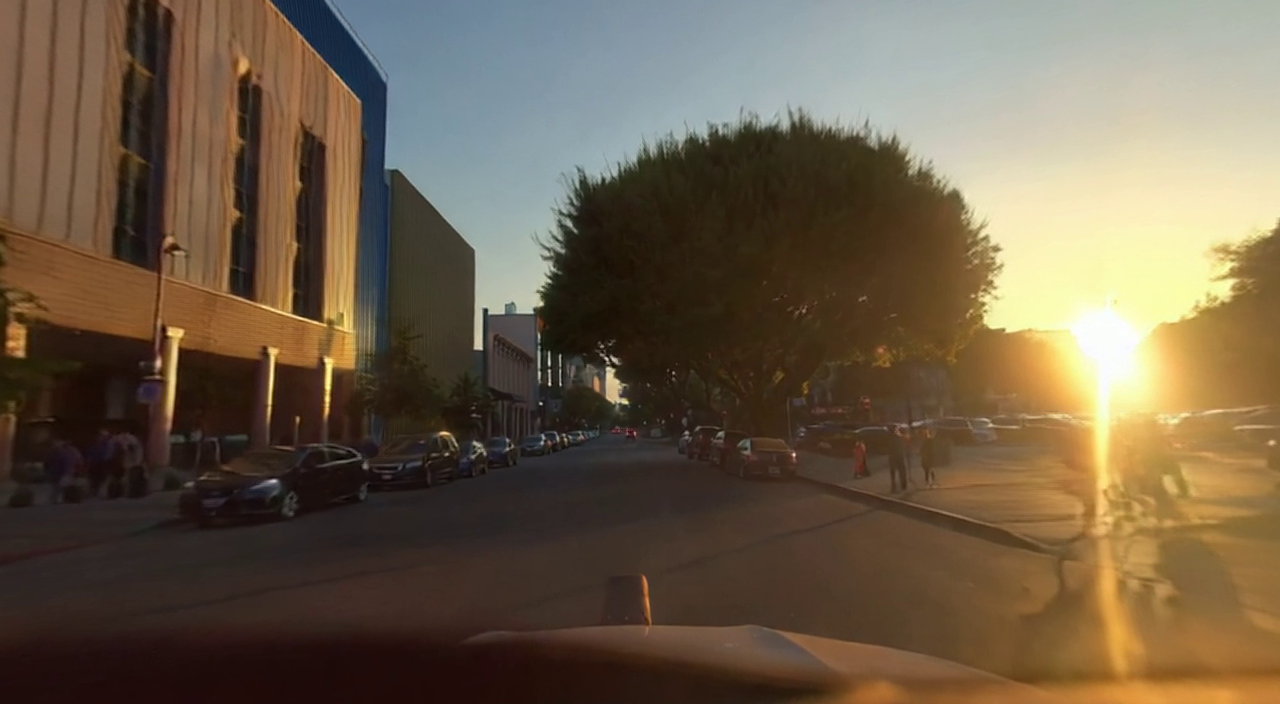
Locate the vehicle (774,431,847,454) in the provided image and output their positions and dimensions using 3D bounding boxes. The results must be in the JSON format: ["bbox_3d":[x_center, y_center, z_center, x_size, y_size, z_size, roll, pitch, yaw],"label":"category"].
[{"bbox_3d":[11.928,6.354,44.136,4.499,1.558,2.007,-5,-9,28],"label":"vehicle"}]

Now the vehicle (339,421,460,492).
[{"bbox_3d":[-7.303,3.163,19.776,2.238,1.891,4.780,-1,-7,-4],"label":"vehicle"}]

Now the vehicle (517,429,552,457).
[{"bbox_3d":[-7.702,6.788,46.504,1.996,1.770,5.518,-2,-10,-4],"label":"vehicle"}]

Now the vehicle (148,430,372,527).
[{"bbox_3d":[-7.244,2.393,12.732,1.917,1.487,4.659,-2,-8,-4],"label":"vehicle"}]

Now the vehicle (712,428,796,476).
[{"bbox_3d":[3.892,3.520,22.452,1.973,1.494,4.867,0,-8,-1],"label":"vehicle"}]
